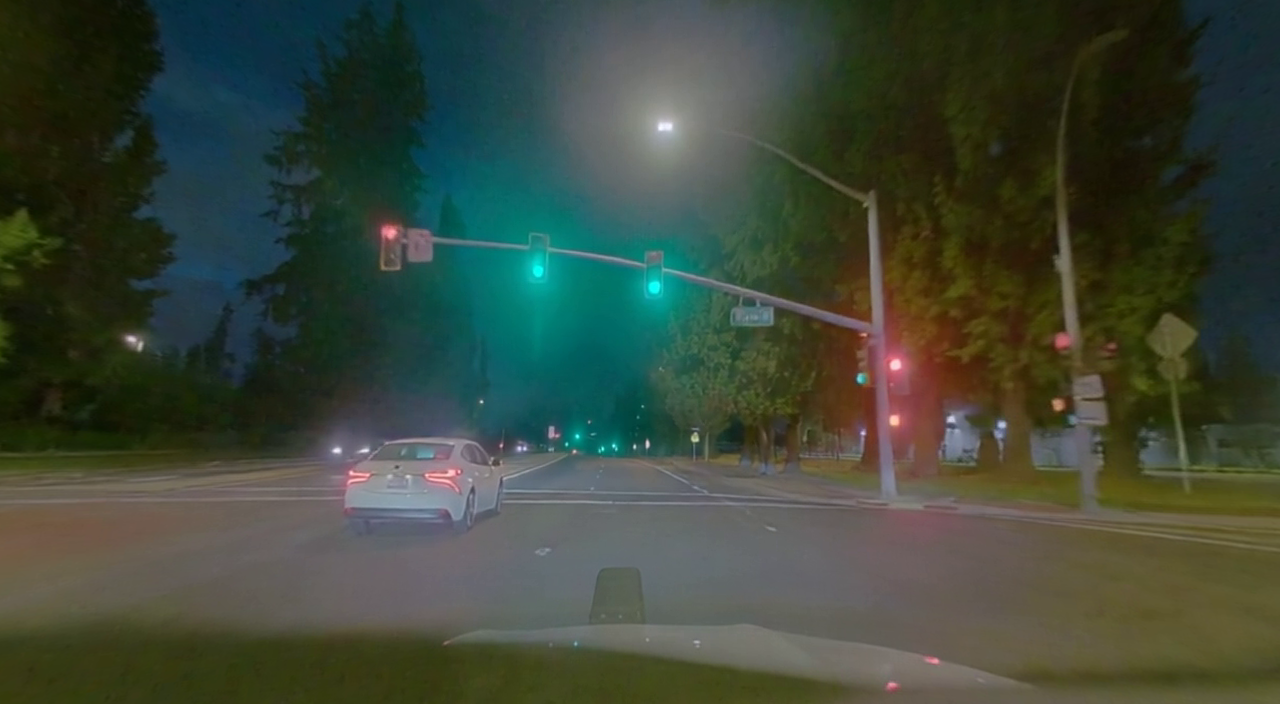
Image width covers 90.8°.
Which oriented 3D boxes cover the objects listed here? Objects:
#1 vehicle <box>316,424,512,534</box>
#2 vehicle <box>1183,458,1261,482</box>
[{"bbox_3d":[-3.624,2.120,11.114,1.915,1.521,4.283,1,-9,-1],"label":"vehicle"},{"bbox_3d":[39.548,7.989,43.045,1.771,1.465,3.841,0,-9,4],"label":"vehicle"}]
